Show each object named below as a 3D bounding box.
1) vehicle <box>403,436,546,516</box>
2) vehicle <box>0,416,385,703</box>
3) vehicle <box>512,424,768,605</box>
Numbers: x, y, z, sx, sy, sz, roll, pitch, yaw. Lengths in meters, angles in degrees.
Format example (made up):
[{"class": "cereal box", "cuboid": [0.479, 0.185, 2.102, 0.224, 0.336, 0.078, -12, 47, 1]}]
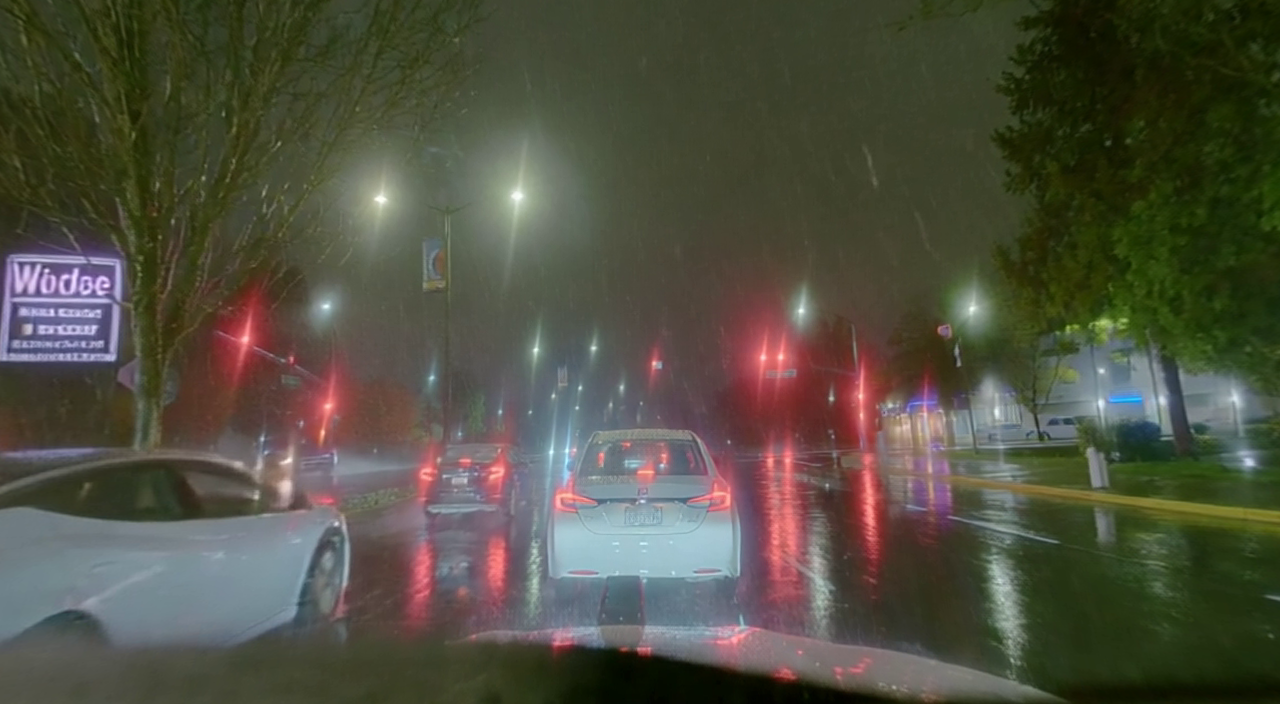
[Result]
[{"class": "vehicle", "cuboid": [-3.471, 2.678, 14.231, 1.961, 1.487, 4.453, 0, -8, 1]}, {"class": "vehicle", "cuboid": [-3.338, 1.149, 3.583, 1.952, 1.431, 4.383, 0, -8, 0]}, {"class": "vehicle", "cuboid": [-0.057, 1.641, 7.299, 2.126, 1.475, 3.967, 0, -8, -2]}]
